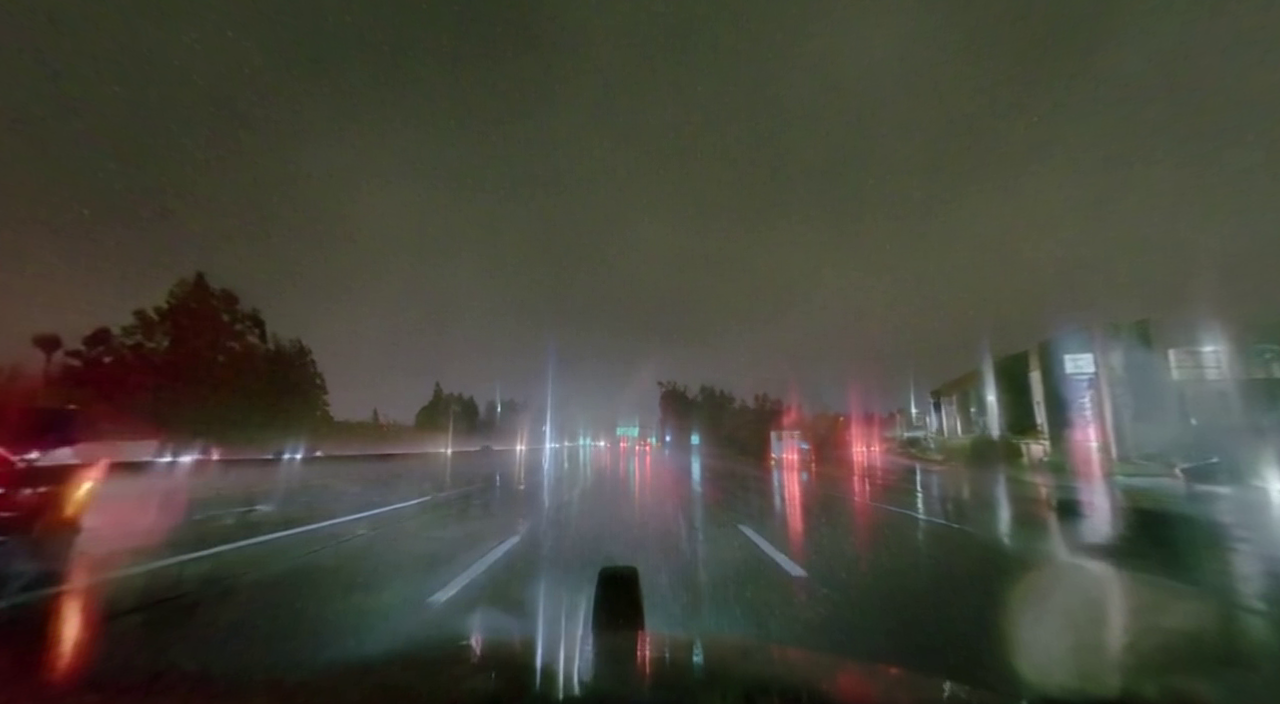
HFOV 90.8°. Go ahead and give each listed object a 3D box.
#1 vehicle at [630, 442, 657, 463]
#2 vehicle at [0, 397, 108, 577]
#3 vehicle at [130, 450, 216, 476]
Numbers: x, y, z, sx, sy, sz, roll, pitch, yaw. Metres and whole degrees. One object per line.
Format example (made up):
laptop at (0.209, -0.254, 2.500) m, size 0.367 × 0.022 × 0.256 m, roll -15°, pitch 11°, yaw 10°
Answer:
vehicle at (0.247, 7.651, 48.369) m, size 2.021 × 1.528 × 4.154 m, roll 0°, pitch -8°, yaw -1°
vehicle at (-7.527, 1.198, 5.208) m, size 2.032 × 1.808 × 4.776 m, roll 0°, pitch -8°, yaw 1°
vehicle at (-28.671, 6.811, 38.959) m, size 1.811 × 1.490 × 4.570 m, roll 0°, pitch -8°, yaw 0°
